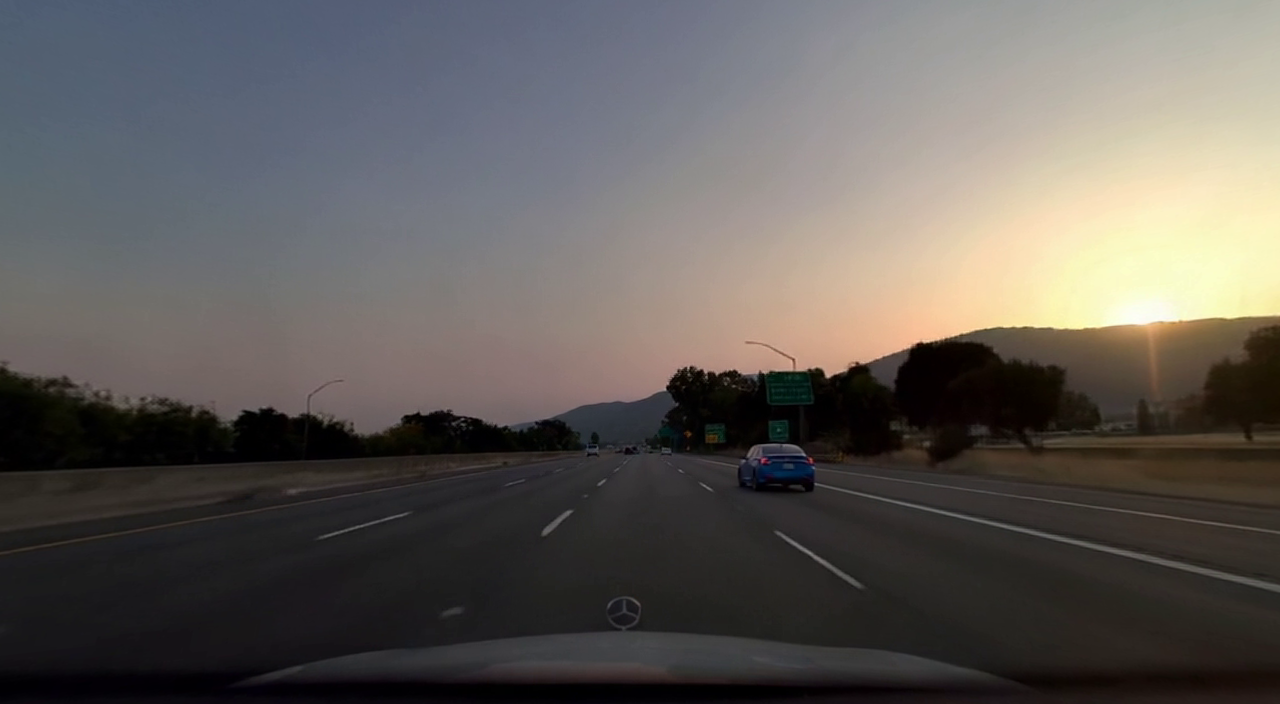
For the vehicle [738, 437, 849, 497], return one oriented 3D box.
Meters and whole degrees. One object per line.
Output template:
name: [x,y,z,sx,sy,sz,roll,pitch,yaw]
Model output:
vehicle: [4.236,3.262,18.199,2.033,1.501,4.398,0,-9,-1]
